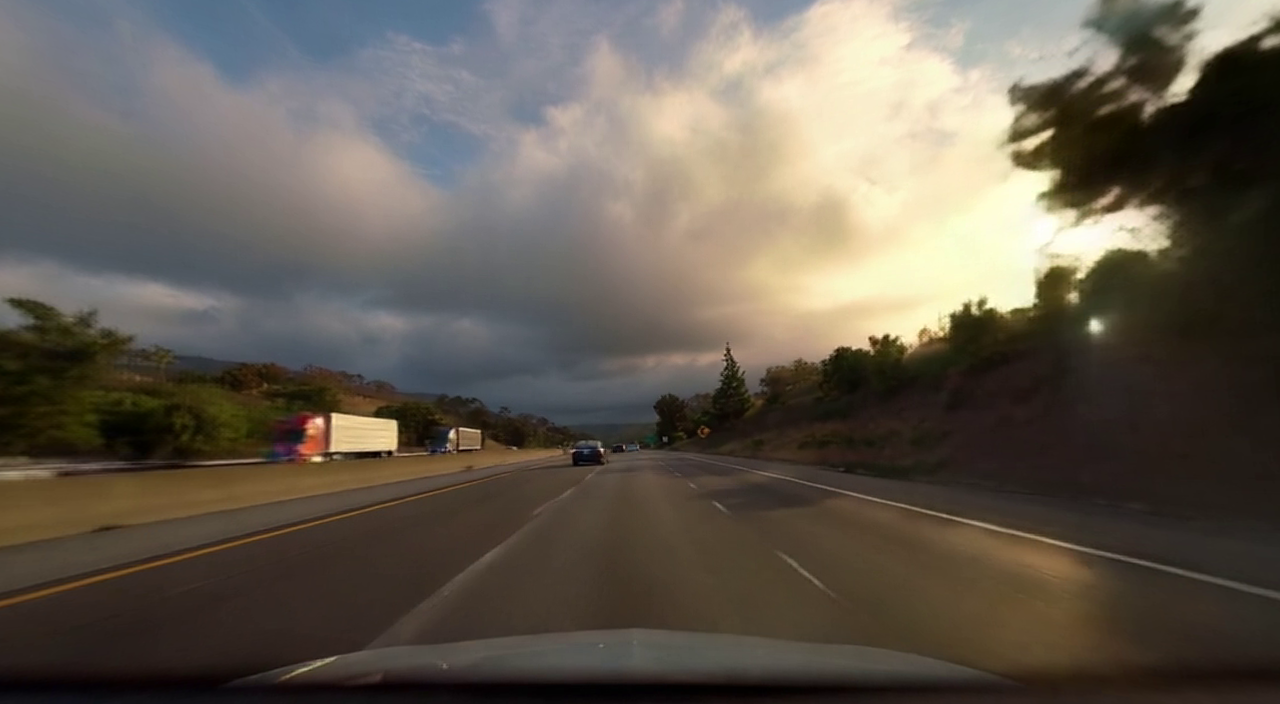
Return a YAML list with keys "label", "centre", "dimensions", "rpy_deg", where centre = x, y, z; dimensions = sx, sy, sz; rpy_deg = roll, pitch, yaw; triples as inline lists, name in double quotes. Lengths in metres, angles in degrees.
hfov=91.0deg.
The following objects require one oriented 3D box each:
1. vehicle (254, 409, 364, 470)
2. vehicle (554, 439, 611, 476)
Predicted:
- label: "vehicle"
  centre: [-24.634, 6.658, 47.735]
  dimensions: [2.970, 4.086, 9.830]
  rpy_deg: [0, -8, 0]
- label: "vehicle"
  centre: [-2.534, 4.798, 28.984]
  dimensions: [2.158, 1.562, 4.373]
  rpy_deg: [0, -8, 1]
